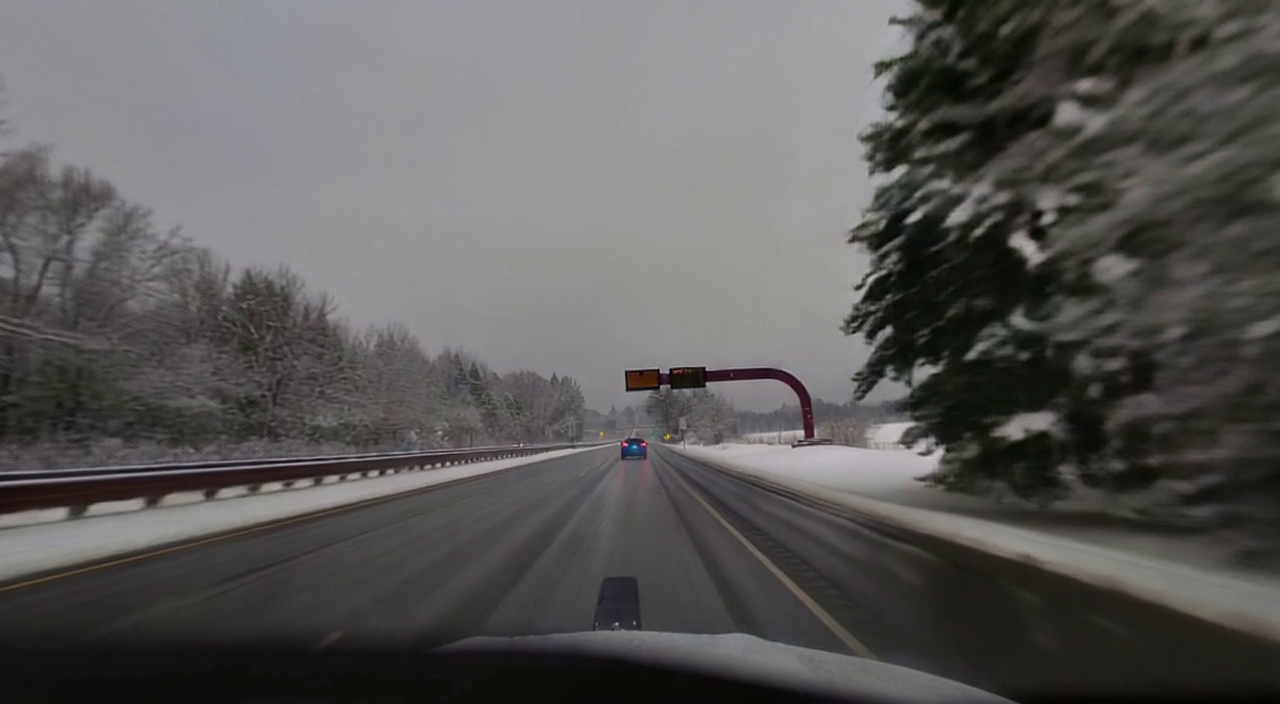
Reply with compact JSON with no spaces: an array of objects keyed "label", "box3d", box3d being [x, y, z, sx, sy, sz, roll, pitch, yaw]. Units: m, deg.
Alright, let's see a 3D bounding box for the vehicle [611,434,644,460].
[{"label":"vehicle","box3d":[-0.846,6.612,44.033,2.180,1.717,4.139,0,-8,-1]}]
